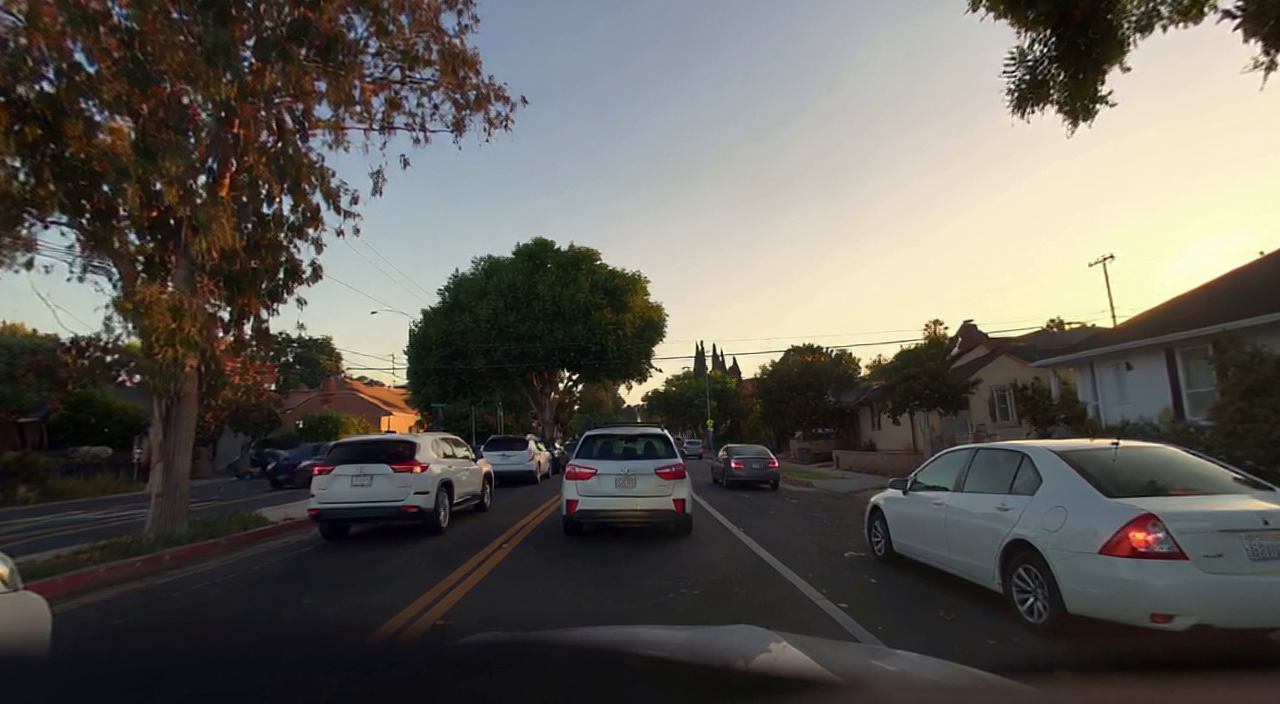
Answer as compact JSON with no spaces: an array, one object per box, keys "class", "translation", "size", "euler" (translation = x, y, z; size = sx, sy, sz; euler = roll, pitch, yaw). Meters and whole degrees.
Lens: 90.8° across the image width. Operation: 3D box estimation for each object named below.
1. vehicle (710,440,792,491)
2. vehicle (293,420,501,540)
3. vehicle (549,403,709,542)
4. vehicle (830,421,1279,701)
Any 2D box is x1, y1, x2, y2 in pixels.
[{"class":"vehicle","translation":[3.502,3.649,20.656],"size":[1.880,1.476,3.932],"euler":[0,-8,-1]},{"class":"vehicle","translation":[-3.721,2.029,10.640],"size":[1.864,1.576,4.324],"euler":[0,-8,-1]},{"class":"vehicle","translation":[-0.235,1.945,10.758],"size":[2.164,1.867,4.254],"euler":[0,-8,-2]},{"class":"vehicle","translation":[3.472,1.457,5.754],"size":[1.977,1.480,4.589],"euler":[0,-8,-1]}]
